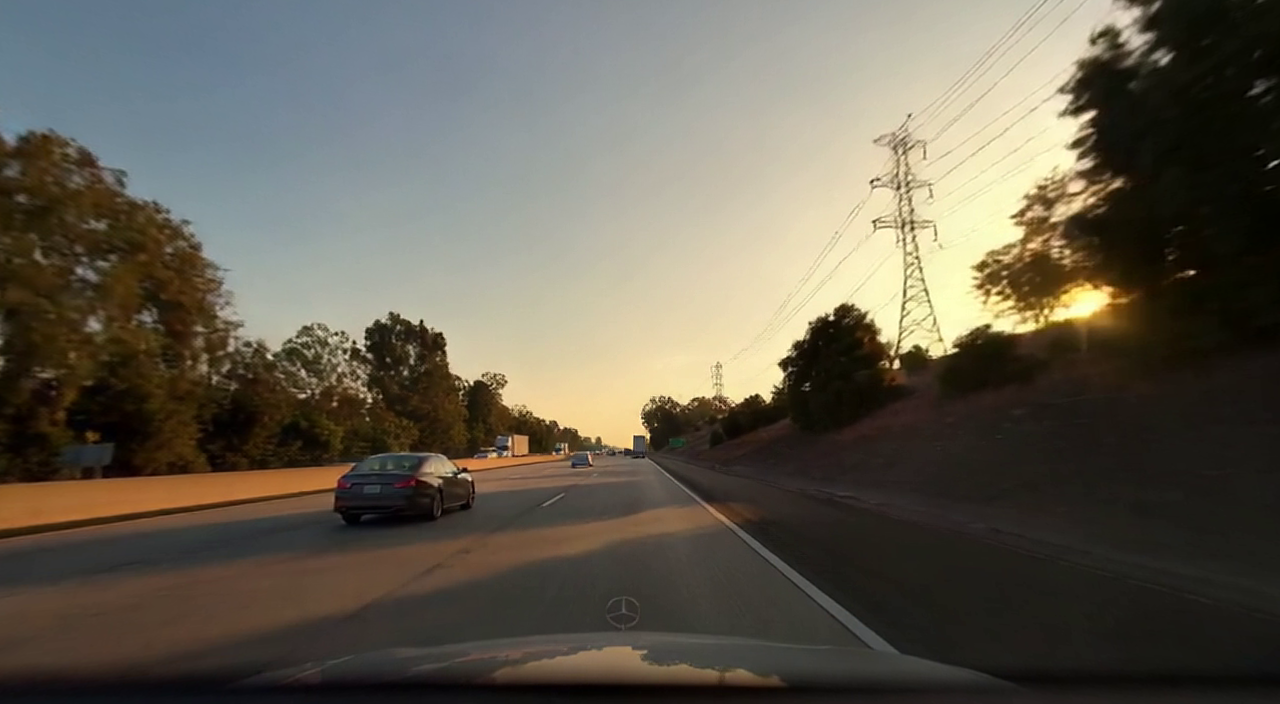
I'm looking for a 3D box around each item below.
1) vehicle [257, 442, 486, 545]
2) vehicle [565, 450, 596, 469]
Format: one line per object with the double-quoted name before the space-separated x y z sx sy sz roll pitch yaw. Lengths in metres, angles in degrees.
"vehicle" -4.387 2.371 11.258 2.106 1.445 4.404 0 -9 1
"vehicle" -4.572 8.382 49.256 2.032 1.381 3.909 0 -9 0
